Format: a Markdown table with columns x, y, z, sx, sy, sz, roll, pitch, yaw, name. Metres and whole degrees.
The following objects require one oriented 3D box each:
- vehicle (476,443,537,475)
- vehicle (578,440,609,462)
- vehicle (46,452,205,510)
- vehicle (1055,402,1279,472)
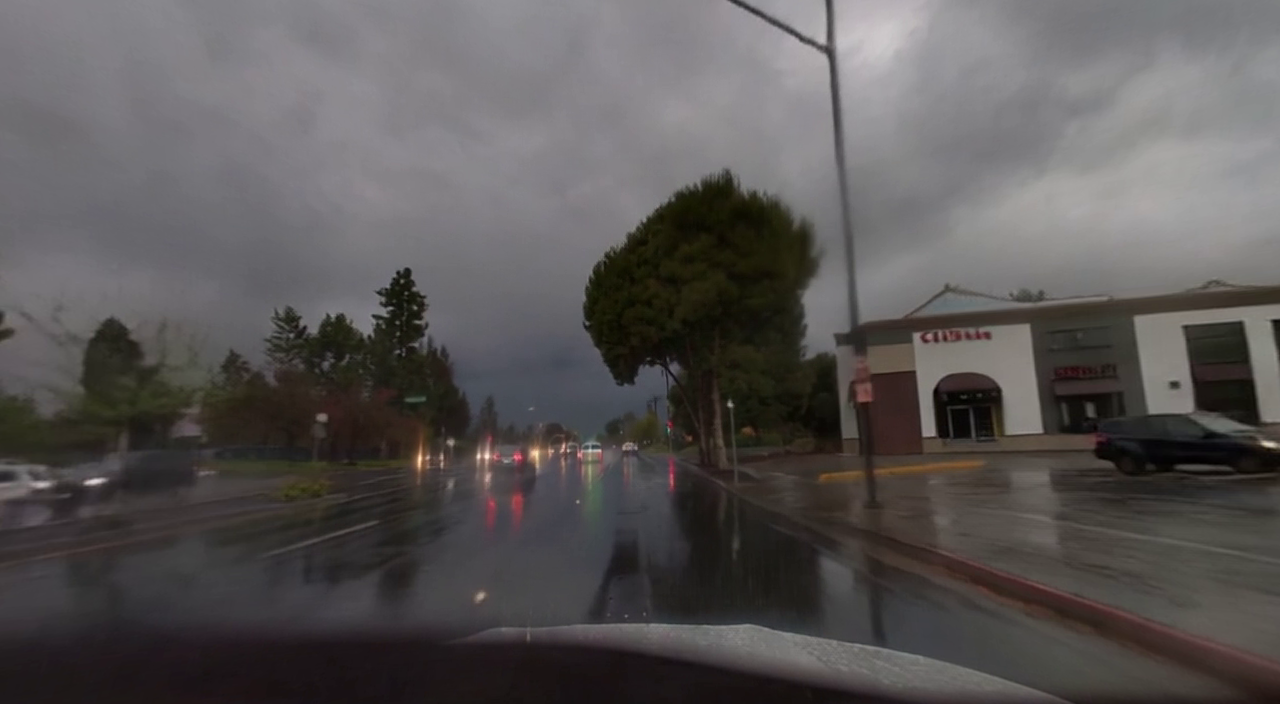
| x | y | z | sx | sy | sz | roll | pitch | yaw | name |
| --- | --- | --- | --- | --- | --- | --- | --- | --- | --- |
| -6.439 | 5.209 | 30.895 | 2.072 | 1.427 | 4.328 | 0 | -8 | 0 | vehicle |
| -3.604 | 7.795 | 49.551 | 2.100 | 1.661 | 3.837 | 0 | -8 | 0 | vehicle |
| -17.907 | 4.449 | 22.264 | 1.902 | 1.747 | 4.380 | 0 | -8 | 0 | vehicle |
| 12.744 | 2.072 | 15.176 | 4.148 | 1.507 | 1.840 | -3 | -9 | 18 | vehicle |
